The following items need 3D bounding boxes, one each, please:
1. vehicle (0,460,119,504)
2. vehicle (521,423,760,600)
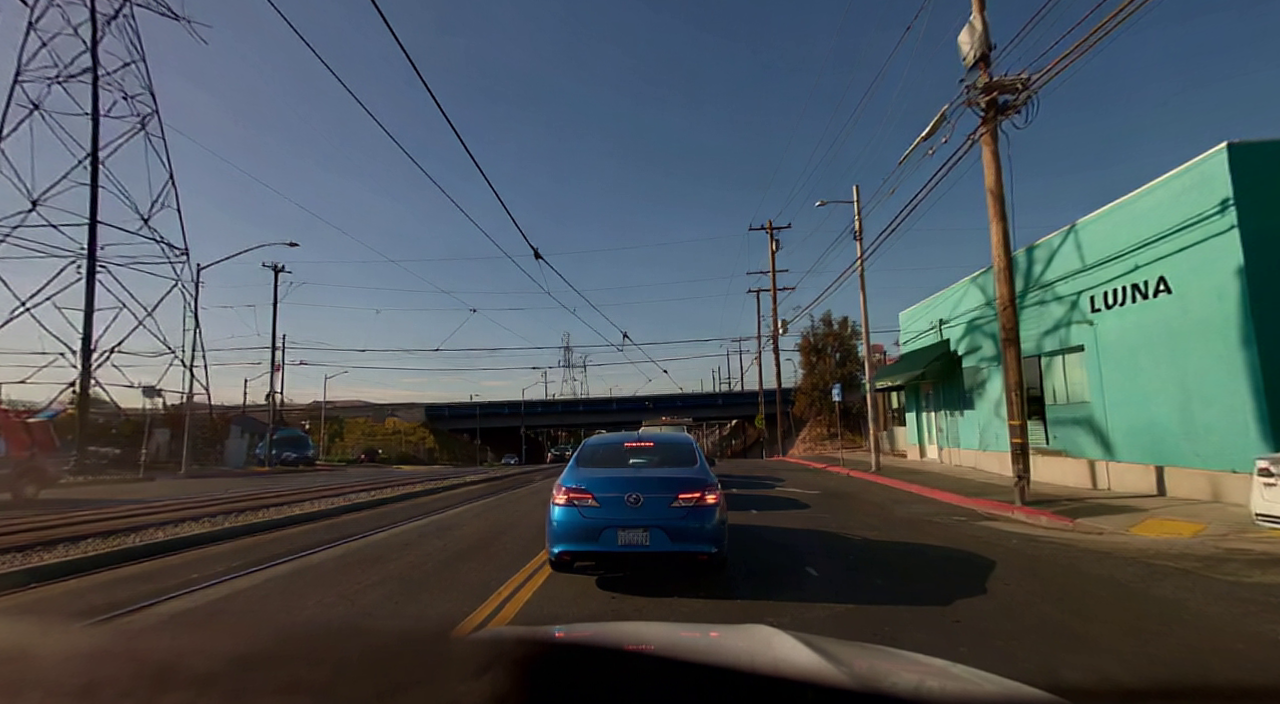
[{"bbox_3d":[-21.947,4.678,22.818,4.566,1.453,1.935,-1,-9,5],"label":"vehicle"},{"bbox_3d":[0.091,1.706,7.608,2.090,1.518,4.033,-1,-9,3],"label":"vehicle"}]
